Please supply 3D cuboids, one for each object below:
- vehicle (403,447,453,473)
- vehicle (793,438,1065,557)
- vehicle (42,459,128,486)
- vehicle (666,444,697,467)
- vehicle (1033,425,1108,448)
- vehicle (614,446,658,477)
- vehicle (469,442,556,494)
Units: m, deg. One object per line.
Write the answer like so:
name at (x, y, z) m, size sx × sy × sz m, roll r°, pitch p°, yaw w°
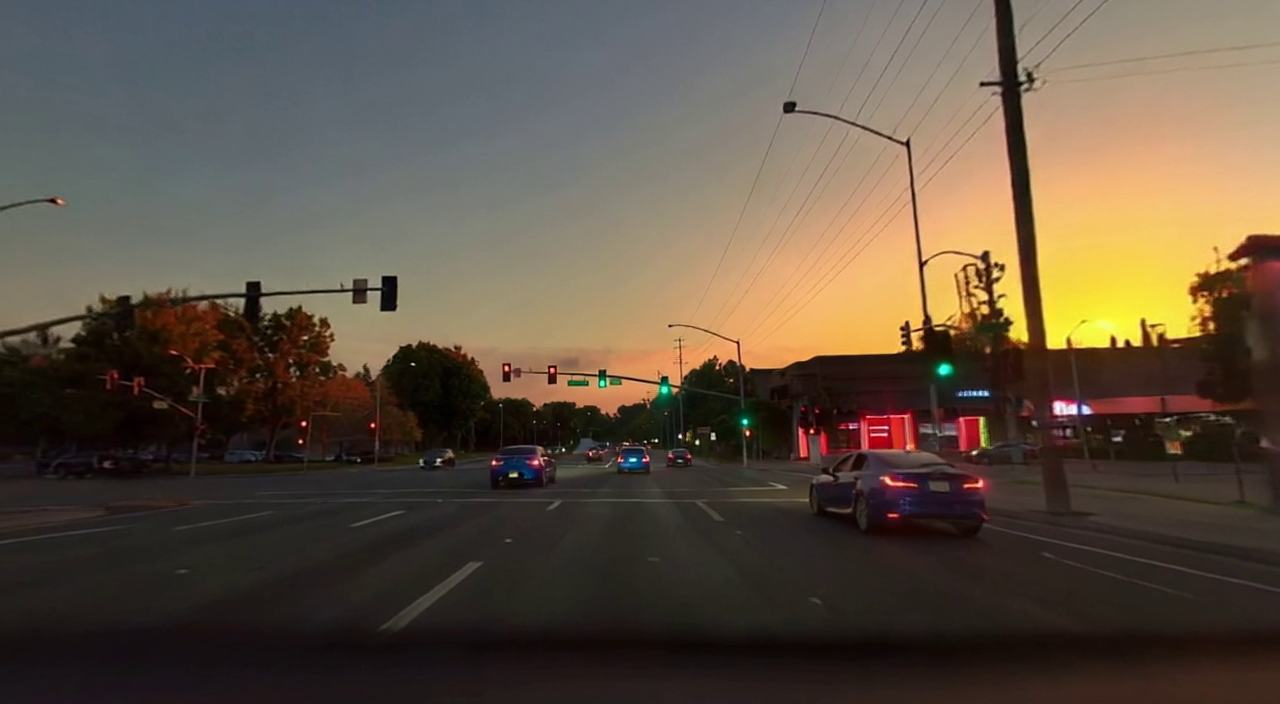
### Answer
vehicle at (-14.435, 7.325, 43.176) m, size 1.987 × 1.641 × 4.185 m, roll 0°, pitch -8°, yaw 0°
vehicle at (4.267, 2.212, 10.522) m, size 2.119 × 1.479 × 4.910 m, roll 0°, pitch -8°, yaw -1°
vehicle at (-37.303, 8.080, 42.537) m, size 3.931 × 1.653 × 2.134 m, roll -1°, pitch -9°, yaw 7°
vehicle at (3.165, 8.031, 49.089) m, size 1.986 × 1.660 × 4.006 m, roll 0°, pitch -8°, yaw -2°
vehicle at (33.895, 6.724, 49.965) m, size 2.213 × 1.758 × 5.447 m, roll 0°, pitch -8°, yaw 1°
vehicle at (-0.219, 5.588, 32.446) m, size 2.072 × 1.473 × 4.139 m, roll 0°, pitch -8°, yaw -1°
vehicle at (-4.216, 3.889, 21.668) m, size 2.035 × 1.564 × 4.702 m, roll 0°, pitch -8°, yaw -1°
